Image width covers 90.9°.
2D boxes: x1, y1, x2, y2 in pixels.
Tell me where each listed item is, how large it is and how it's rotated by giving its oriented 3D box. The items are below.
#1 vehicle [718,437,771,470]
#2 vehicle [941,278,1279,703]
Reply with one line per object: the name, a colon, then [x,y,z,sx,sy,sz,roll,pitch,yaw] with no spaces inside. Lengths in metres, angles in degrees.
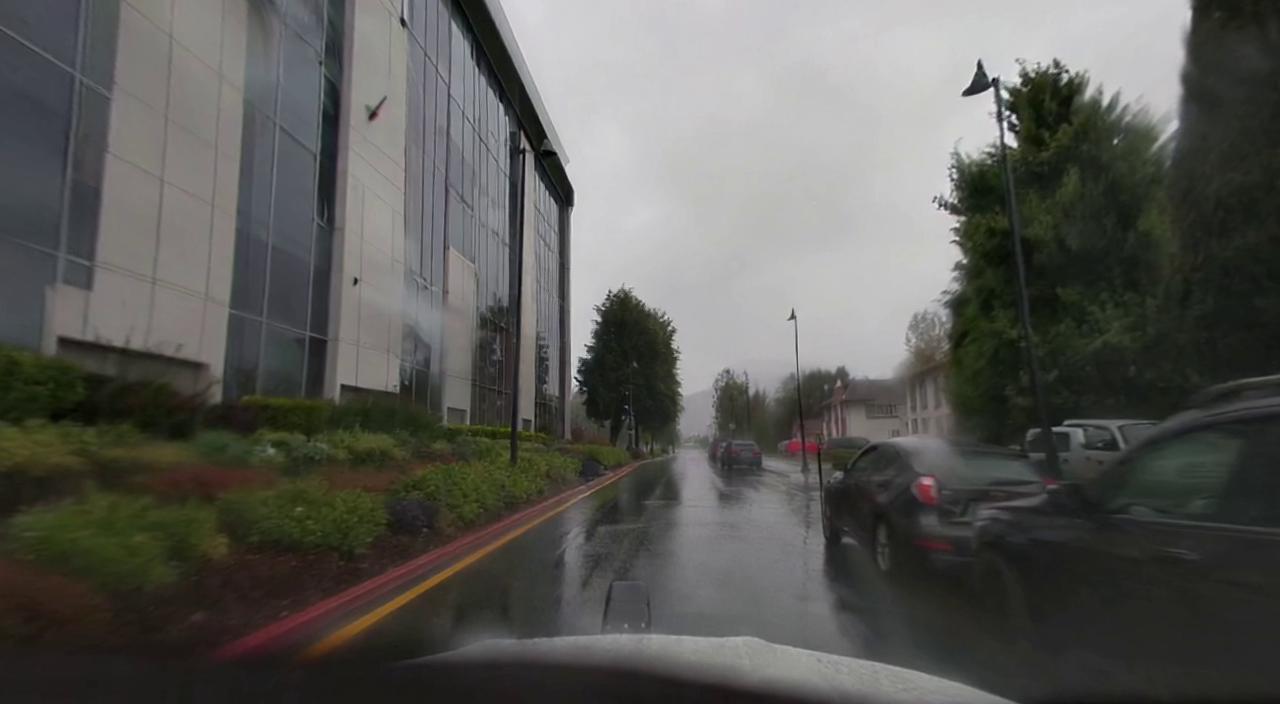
vehicle: [5.047,4.995,31.137,2.024,1.475,4.565,-1,-9,2]
vehicle: [2.980,0.624,1.541,2.200,1.766,4.868,-1,-9,2]
